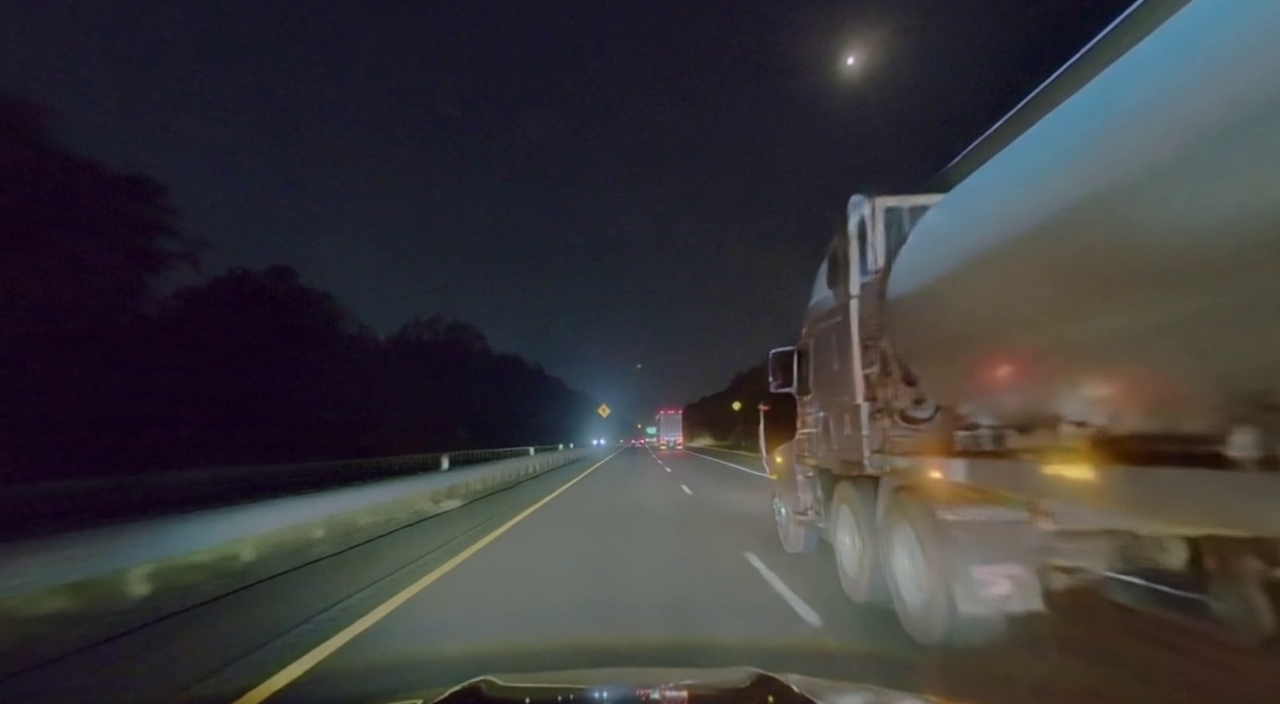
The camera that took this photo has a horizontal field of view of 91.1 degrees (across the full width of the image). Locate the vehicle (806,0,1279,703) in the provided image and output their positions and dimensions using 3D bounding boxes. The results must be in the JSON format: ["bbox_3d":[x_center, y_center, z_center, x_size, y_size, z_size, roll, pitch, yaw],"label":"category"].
[{"bbox_3d":[3.162,-0.193,2.650,2.962,3.845,6.332,0,-8,-2],"label":"vehicle"}]
